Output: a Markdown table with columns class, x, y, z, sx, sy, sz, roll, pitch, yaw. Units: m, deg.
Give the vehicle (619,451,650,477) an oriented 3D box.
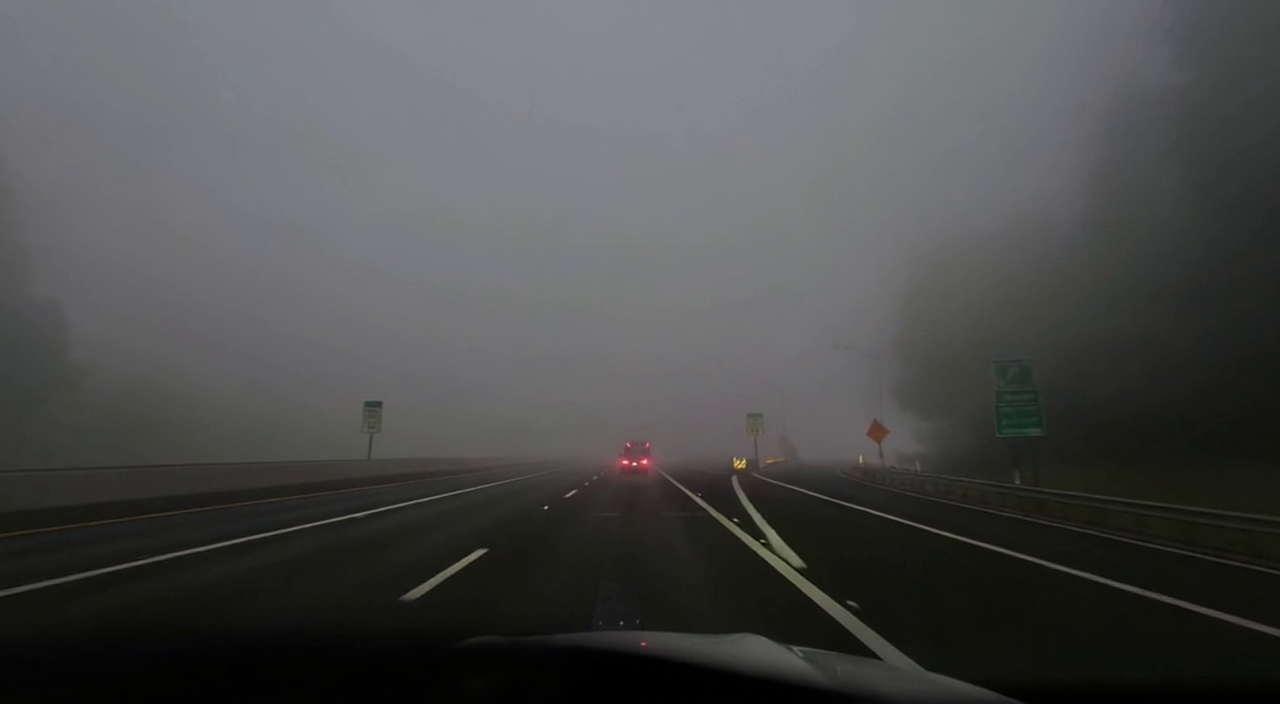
| class | x | y | z | sx | sy | sz | roll | pitch | yaw |
| --- | --- | --- | --- | --- | --- | --- | --- | --- | --- |
| vehicle | -0.274 | 6.568 | 37.193 | 1.695 | 1.437 | 3.506 | 0 | -9 | 1 |
